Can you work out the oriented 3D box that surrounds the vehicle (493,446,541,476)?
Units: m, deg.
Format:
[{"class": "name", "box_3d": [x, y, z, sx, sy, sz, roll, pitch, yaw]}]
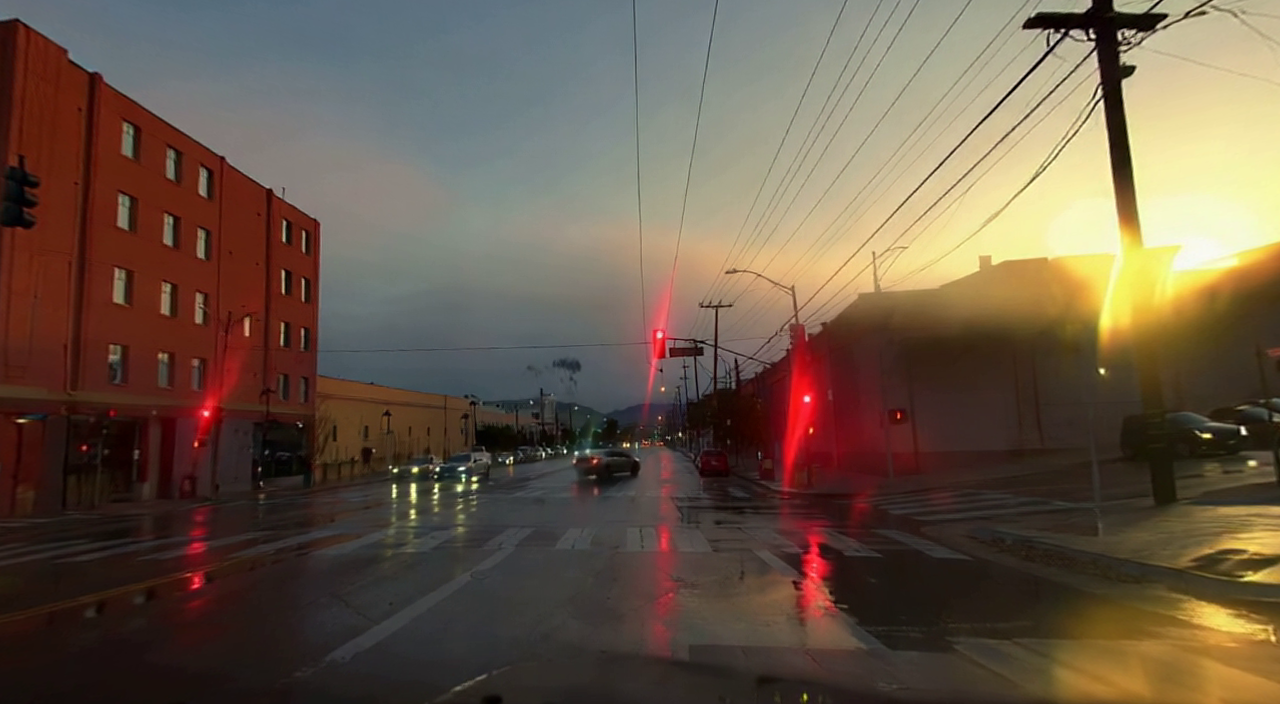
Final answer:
[{"class": "vehicle", "box_3d": [-8.233, 7.322, 42.621, 2.096, 1.830, 4.752, 0, -9, 2]}]

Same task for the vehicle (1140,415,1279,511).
[{"class": "vehicle", "box_3d": [12.659, 2.199, 12.767, 3.234, 1.746, 1.941, -2, -10, 1]}]

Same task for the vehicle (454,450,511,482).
[{"class": "vehicle", "box_3d": [-8.721, 6.329, 35.295, 2.020, 1.672, 3.842, 0, -9, 3]}]

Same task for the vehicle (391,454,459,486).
[{"class": "vehicle", "box_3d": [-12.029, 6.608, 35.596, 1.943, 1.574, 4.727, 0, -9, 3]}]

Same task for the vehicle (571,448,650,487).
[{"class": "vehicle", "box_3d": [-1.311, 5.422, 29.963, 2.120, 1.650, 4.525, -3, -9, 20]}]
